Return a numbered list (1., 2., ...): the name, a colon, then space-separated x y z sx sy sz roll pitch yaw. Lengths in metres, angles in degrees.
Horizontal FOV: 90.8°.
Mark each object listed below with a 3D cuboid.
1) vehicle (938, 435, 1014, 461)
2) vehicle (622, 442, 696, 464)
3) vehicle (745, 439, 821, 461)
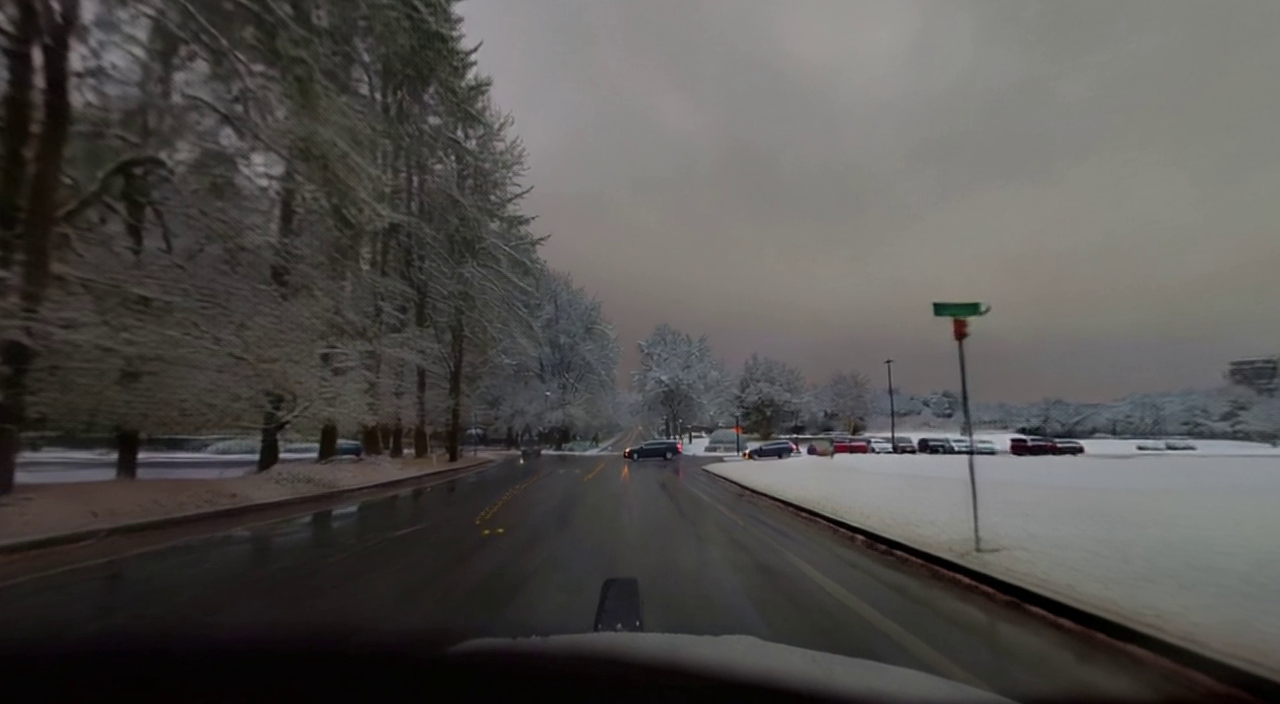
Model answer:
1. vehicle: 21.055 6.044 39.655 3.830 1.429 1.890 4 -10 -10
2. vehicle: 1.366 7.402 46.301 4.890 1.478 2.253 -5 -10 30
3. vehicle: 10.017 6.909 44.549 4.870 1.507 2.073 0 -9 0
